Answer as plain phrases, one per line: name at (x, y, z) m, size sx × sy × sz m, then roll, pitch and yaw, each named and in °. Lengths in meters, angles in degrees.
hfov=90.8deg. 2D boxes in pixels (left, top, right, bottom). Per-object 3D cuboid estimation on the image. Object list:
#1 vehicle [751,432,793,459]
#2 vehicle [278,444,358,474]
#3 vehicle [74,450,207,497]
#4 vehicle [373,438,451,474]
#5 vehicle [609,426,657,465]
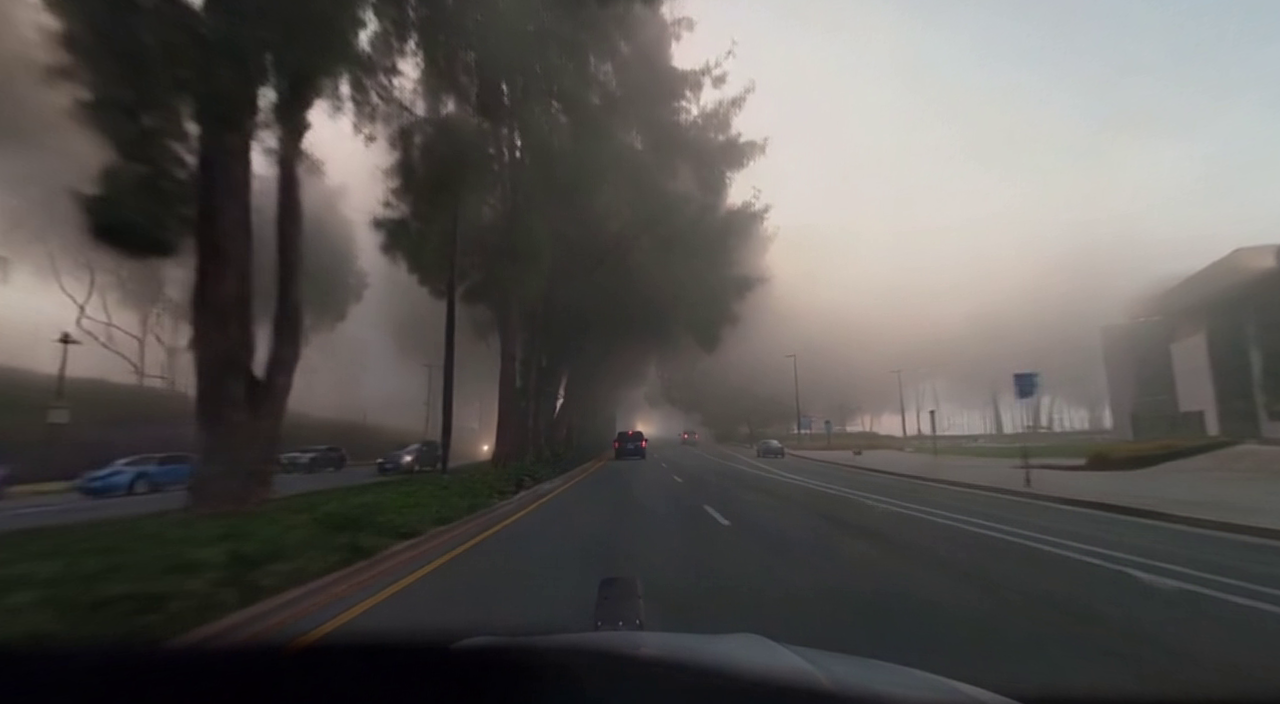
vehicle at (9.418, 6.721, 45.430) m, size 2.364 × 1.781 × 4.854 m, roll -1°, pitch -9°, yaw 5°
vehicle at (-18.022, 5.970, 35.591) m, size 2.003 × 1.533 × 4.691 m, roll 0°, pitch -8°, yaw 0°
vehicle at (-17.810, 4.295, 22.759) m, size 1.773 × 1.510 × 3.608 m, roll 0°, pitch -8°, yaw 0°
vehicle at (-10.859, 4.970, 30.487) m, size 1.979 × 1.605 × 4.550 m, roll 0°, pitch -8°, yaw 1°
vehicle at (-0.381, 5.134, 34.661) m, size 2.411 × 1.937 × 5.186 m, roll 0°, pitch -8°, yaw -1°
